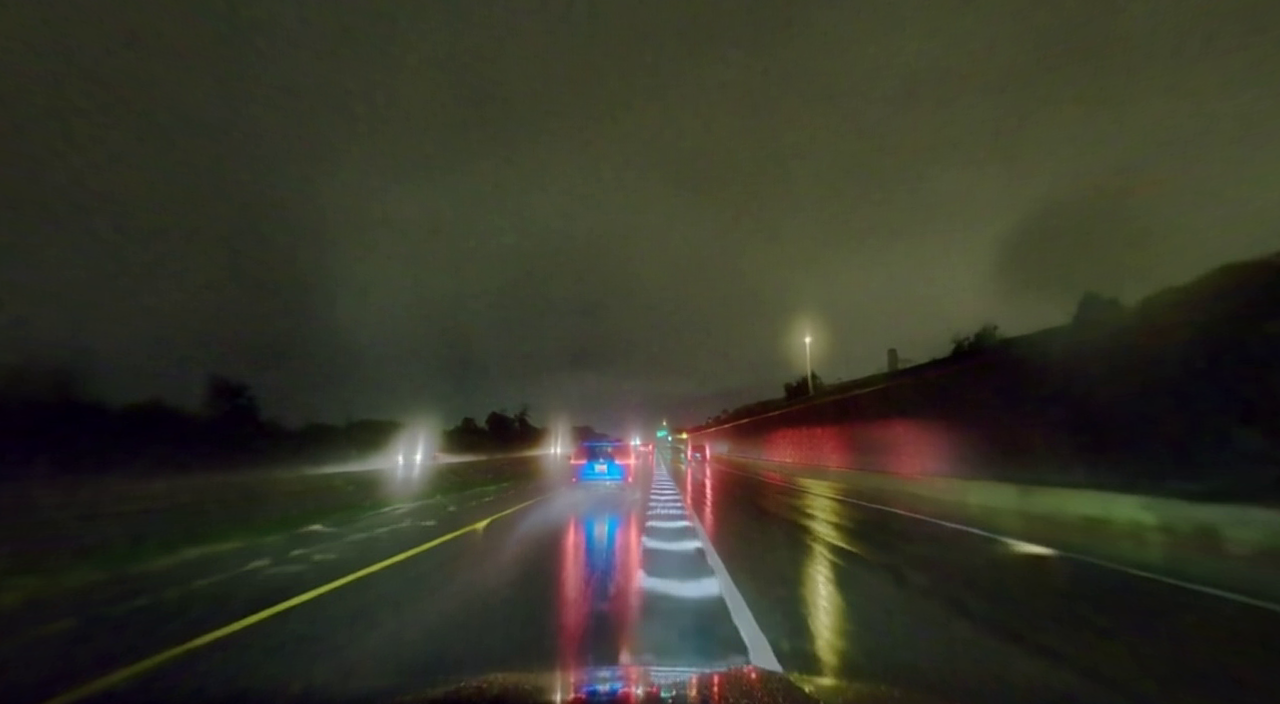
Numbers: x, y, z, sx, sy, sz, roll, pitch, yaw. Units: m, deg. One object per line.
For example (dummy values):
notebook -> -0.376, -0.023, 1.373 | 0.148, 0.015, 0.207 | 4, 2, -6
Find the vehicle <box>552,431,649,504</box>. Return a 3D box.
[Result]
vehicle -> -0.906, 3.061, 17.114 | 2.143, 1.693, 4.513 | -1, -8, 2

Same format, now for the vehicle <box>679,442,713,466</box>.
vehicle -> 3.952, 7.285, 45.064 | 2.073, 1.621, 3.993 | 0, -8, 0

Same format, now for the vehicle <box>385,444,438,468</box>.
vehicle -> -17.859, 8.144, 49.612 | 2.248, 1.820, 4.877 | -1, -8, 1
